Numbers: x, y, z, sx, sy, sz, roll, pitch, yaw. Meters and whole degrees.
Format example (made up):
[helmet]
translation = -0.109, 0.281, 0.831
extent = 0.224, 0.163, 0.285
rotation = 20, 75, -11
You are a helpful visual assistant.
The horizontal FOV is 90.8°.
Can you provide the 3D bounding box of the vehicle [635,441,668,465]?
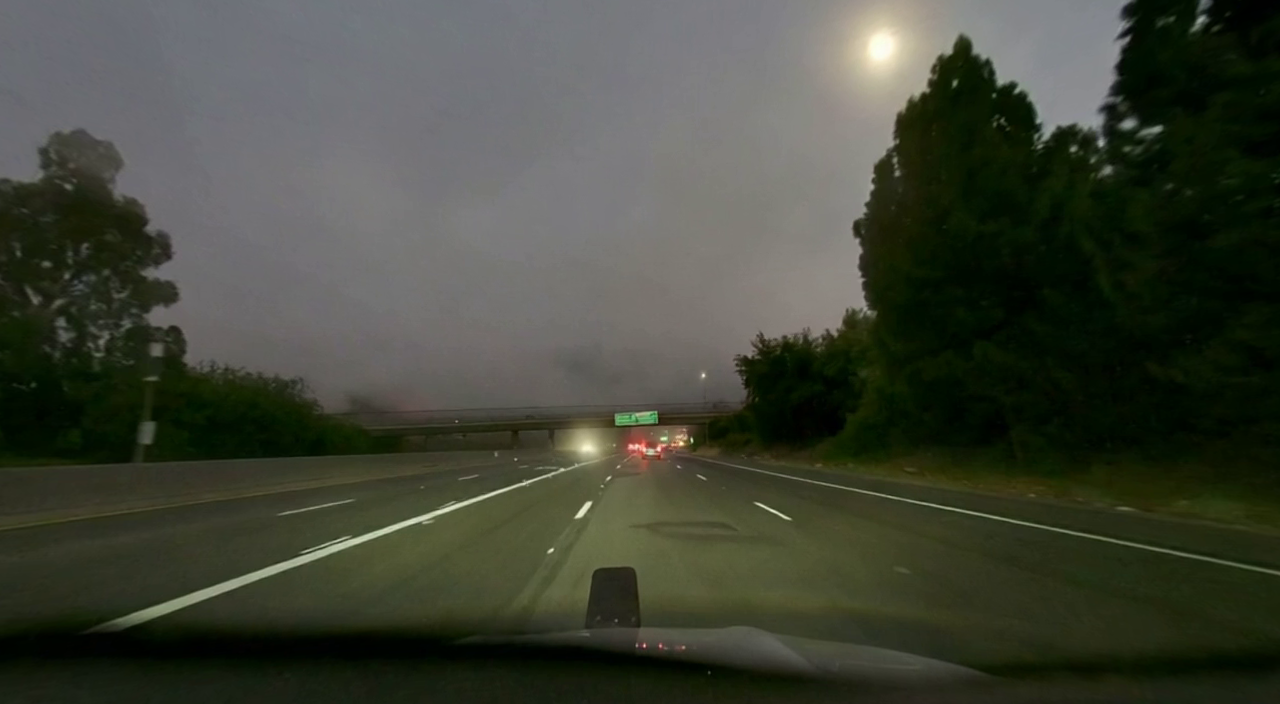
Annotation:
[vehicle]
translation = 0.696, 6.578, 41.247
extent = 1.970, 1.477, 4.158
rotation = 0, -9, -1
